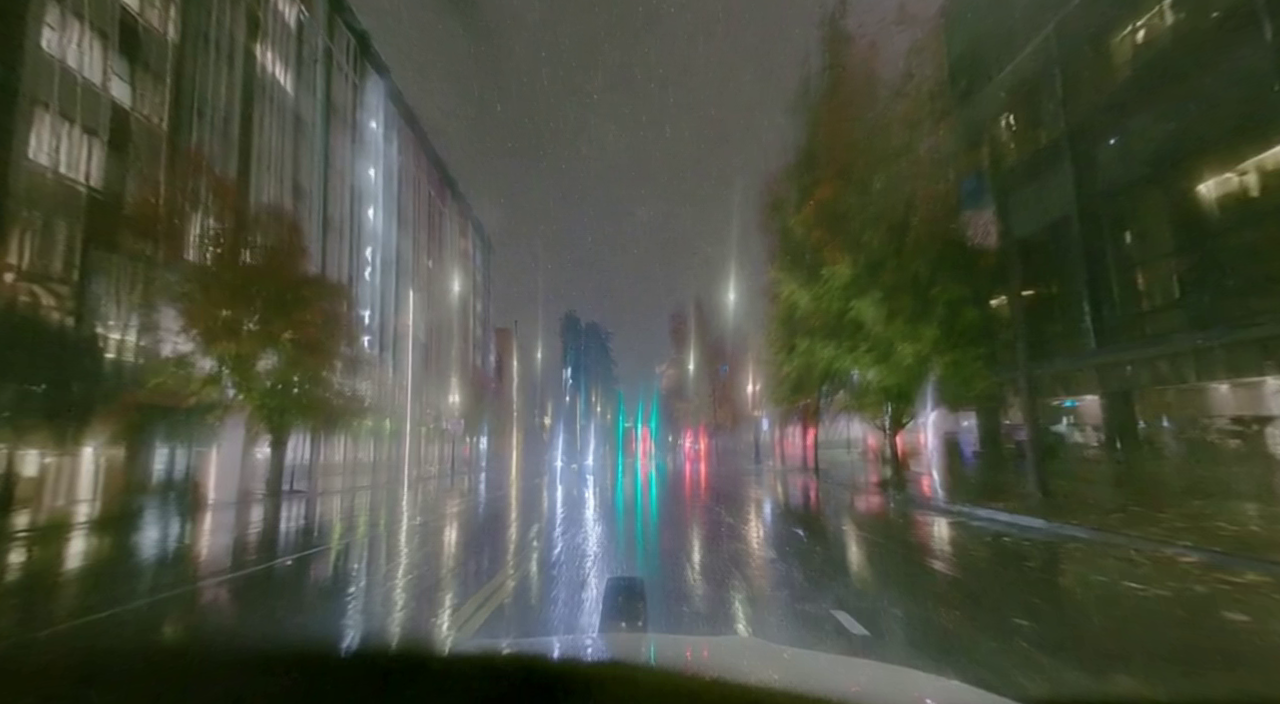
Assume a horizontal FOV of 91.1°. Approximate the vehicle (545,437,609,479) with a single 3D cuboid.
[{"bbox_3d":[-2.756,4.797,28.652,2.332,1.732,4.463,0,-8,1],"label":"vehicle"}]
